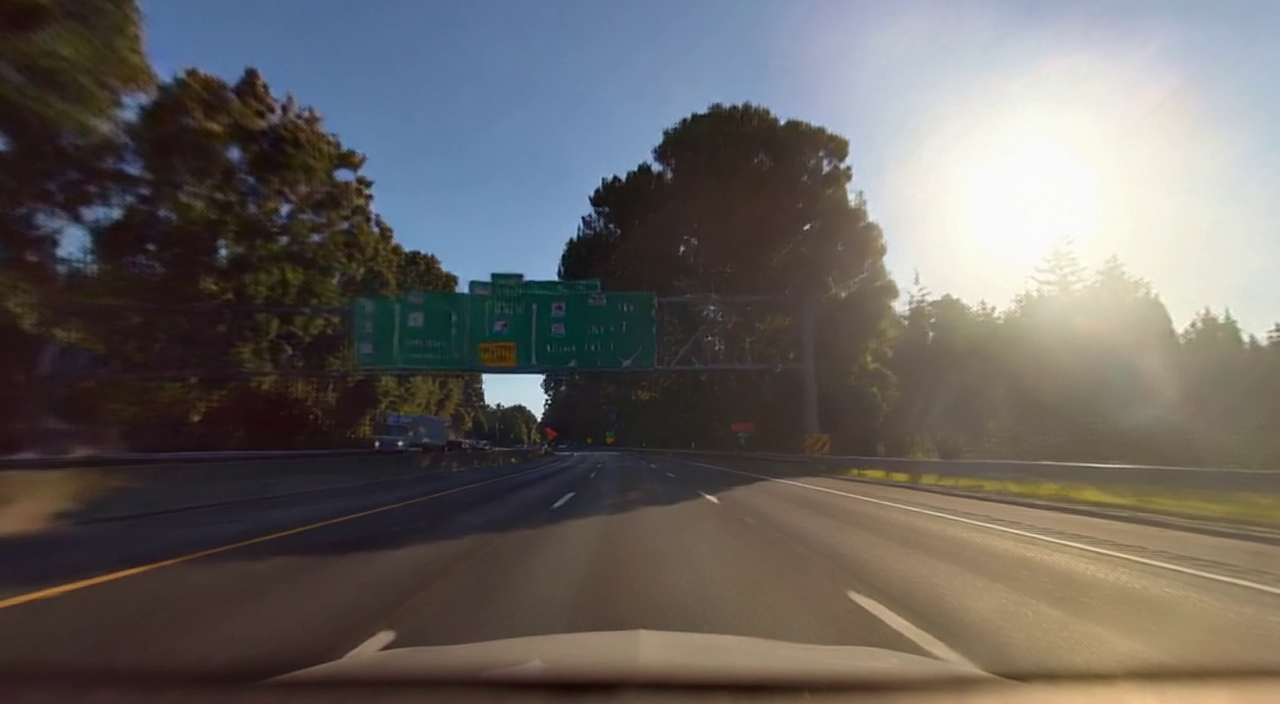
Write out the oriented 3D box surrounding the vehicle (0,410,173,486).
[{"bbox_3d":[-16.382,2.734,17.964,2.224,1.830,5.147,0,-9,-1],"label":"vehicle"}]
